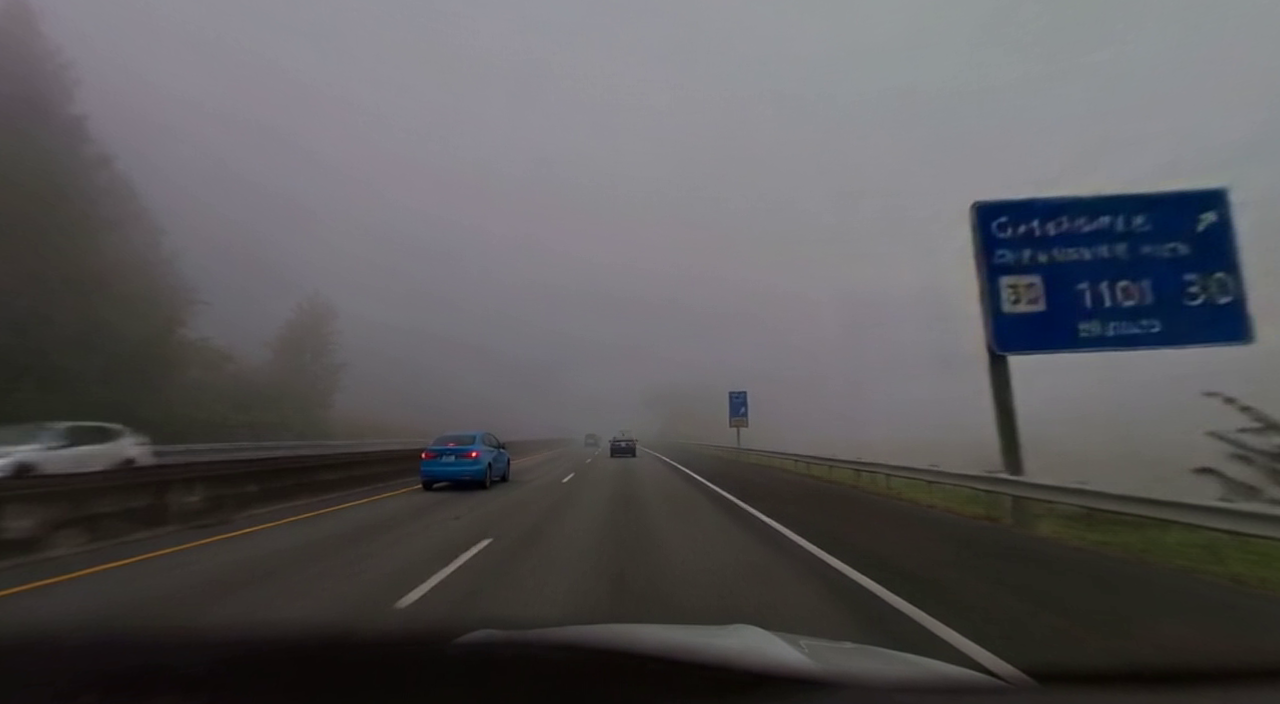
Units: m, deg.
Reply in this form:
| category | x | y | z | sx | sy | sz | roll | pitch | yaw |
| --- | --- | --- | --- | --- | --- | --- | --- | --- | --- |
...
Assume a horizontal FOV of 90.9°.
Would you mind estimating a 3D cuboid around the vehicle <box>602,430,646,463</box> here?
| category | x | y | z | sx | sy | sz | roll | pitch | yaw |
| --- | --- | --- | --- | --- | --- | --- | --- | --- | --- |
| vehicle | -0.849 | 4.958 | 33.321 | 2.162 | 1.616 | 4.242 | 0 | -8 | -1 |

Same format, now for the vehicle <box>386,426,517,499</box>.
| category | x | y | z | sx | sy | sz | roll | pitch | yaw |
| --- | --- | --- | --- | --- | --- | --- | --- | --- | --- |
| vehicle | -4.381 | 2.610 | 15.392 | 1.975 | 1.518 | 4.242 | 0 | -8 | -1 |

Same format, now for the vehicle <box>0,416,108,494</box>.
| category | x | y | z | sx | sy | sz | roll | pitch | yaw |
| --- | --- | --- | --- | --- | --- | --- | --- | --- | --- |
| vehicle | -12.829 | 1.959 | 12.164 | 1.833 | 1.435 | 3.686 | 1 | -8 | 0 |
